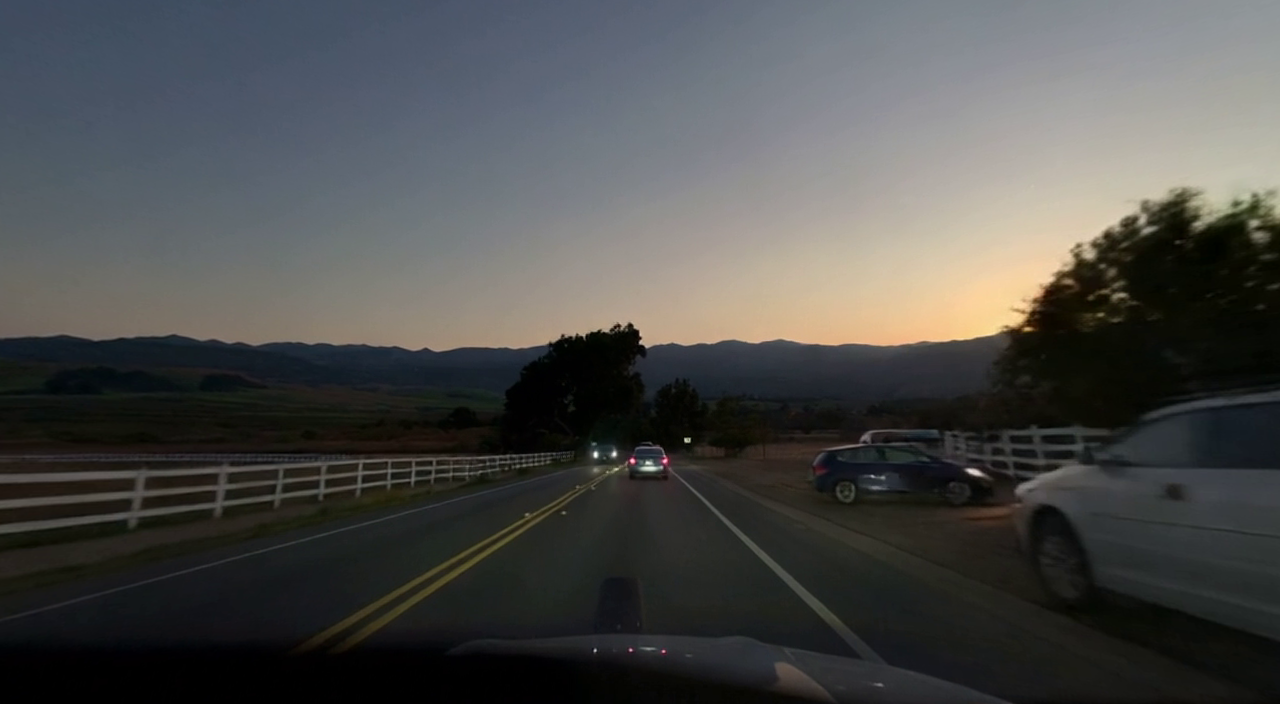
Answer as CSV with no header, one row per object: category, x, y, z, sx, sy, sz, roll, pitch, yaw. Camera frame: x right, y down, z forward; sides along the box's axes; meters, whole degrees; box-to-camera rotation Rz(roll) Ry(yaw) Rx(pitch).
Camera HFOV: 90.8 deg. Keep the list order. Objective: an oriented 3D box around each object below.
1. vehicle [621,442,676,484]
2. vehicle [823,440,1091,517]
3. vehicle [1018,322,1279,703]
vehicle,0.351,4.717,27.103,2.158,1.669,4.006,0,-9,1
vehicle,6.826,2.767,14.239,4.979,1.503,2.010,-3,-9,20
vehicle,4.392,0.801,2.908,2.348,1.969,5.269,-1,-9,5
